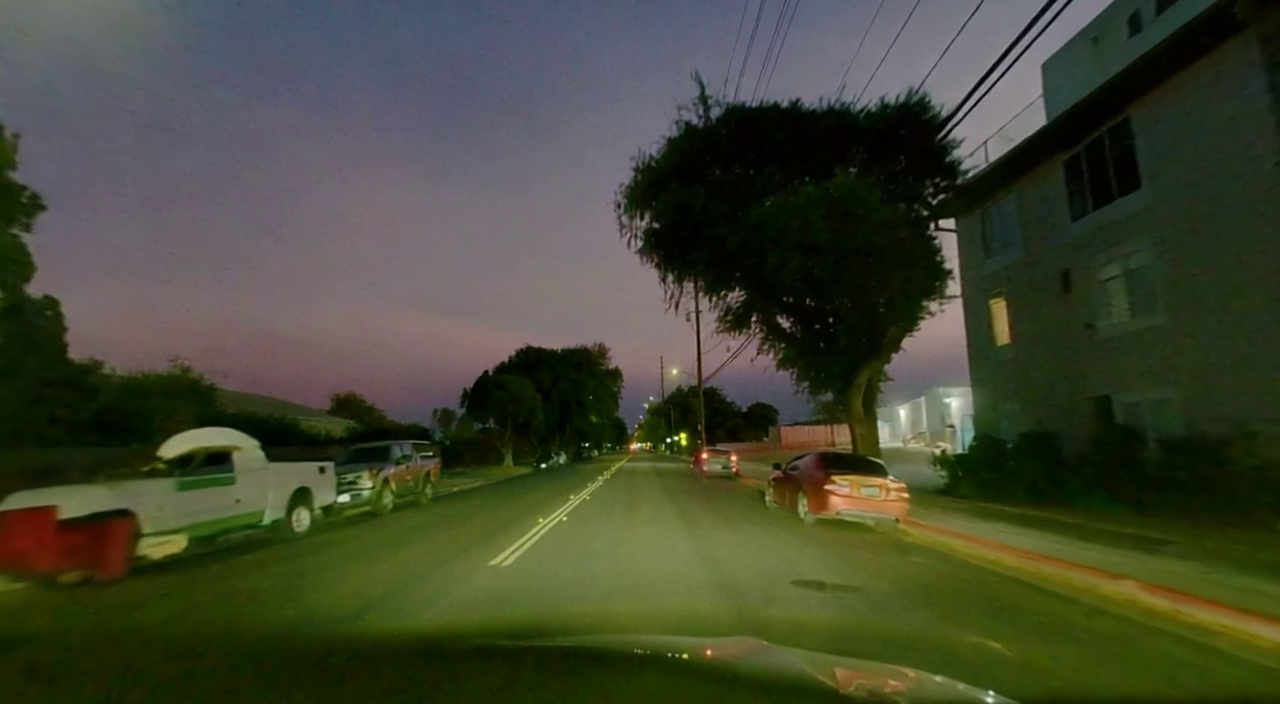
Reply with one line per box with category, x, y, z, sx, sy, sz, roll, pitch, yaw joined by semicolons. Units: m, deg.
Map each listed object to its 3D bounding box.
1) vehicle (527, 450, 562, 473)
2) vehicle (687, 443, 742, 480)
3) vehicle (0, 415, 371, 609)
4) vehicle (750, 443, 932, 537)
vehicle;-6.679;7.680;44.613;1.815;1.402;4.559;-4;-8;-2
vehicle;3.154;4.702;27.425;1.843;1.495;3.930;0;-8;-1
vehicle;-6.294;2.080;9.263;2.382;1.869;5.476;-4;-9;0
vehicle;3.428;2.402;11.746;1.802;1.382;4.300;0;-8;-2
